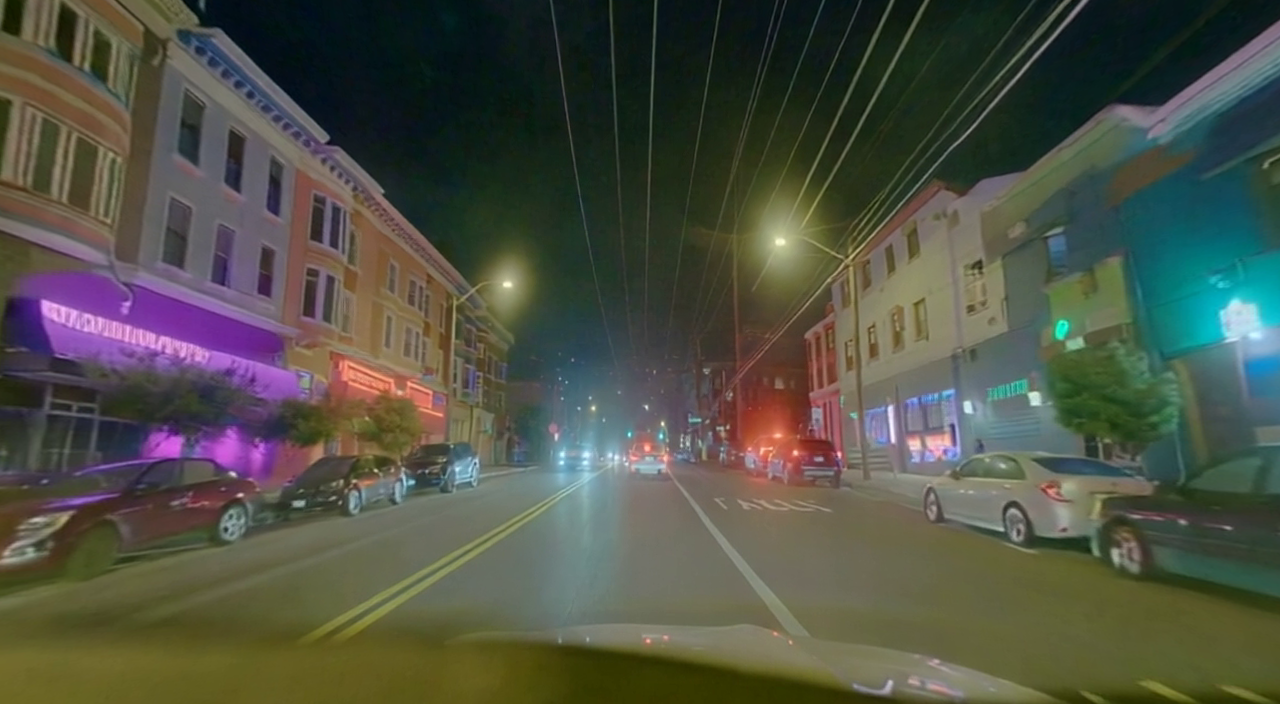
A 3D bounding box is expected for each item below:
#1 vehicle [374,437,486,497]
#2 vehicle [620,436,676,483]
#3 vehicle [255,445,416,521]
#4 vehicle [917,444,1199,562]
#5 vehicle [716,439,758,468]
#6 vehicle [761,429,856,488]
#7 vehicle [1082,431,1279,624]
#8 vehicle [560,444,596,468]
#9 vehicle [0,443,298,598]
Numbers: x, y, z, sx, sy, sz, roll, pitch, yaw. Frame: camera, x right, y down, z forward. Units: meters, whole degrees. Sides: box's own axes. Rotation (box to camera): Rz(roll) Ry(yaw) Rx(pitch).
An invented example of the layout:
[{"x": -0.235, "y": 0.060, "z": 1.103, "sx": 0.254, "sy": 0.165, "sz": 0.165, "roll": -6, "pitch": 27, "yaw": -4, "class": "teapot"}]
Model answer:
[{"x": -7.202, "y": 3.952, "z": 22.388, "sx": 2.095, "sy": 1.847, "sz": 5.290, "roll": 0, "pitch": -8, "yaw": 1, "class": "vehicle"}, {"x": 0.325, "y": 4.067, "z": 24.169, "sx": 1.980, "sy": 1.635, "sz": 3.795, "roll": 0, "pitch": -9, "yaw": 1, "class": "vehicle"}, {"x": -7.236, "y": 3.103, "z": 15.581, "sx": 1.928, "sy": 1.552, "sz": 4.234, "roll": 0, "pitch": -8, "yaw": -1, "class": "vehicle"}, {"x": 6.559, "y": 2.347, "z": 10.617, "sx": 1.842, "sy": 1.561, "sz": 4.084, "roll": 0, "pitch": -9, "yaw": -1, "class": "vehicle"}, {"x": 6.848, "y": 7.224, "z": 45.233, "sx": 2.197, "sy": 1.917, "sz": 5.637, "roll": 0, "pitch": -9, "yaw": 1, "class": "vehicle"}, {"x": 6.495, "y": 4.204, "z": 25.222, "sx": 2.203, "sy": 2.052, "sz": 5.975, "roll": 0, "pitch": -9, "yaw": 0, "class": "vehicle"}, {"x": 6.462, "y": 1.495, "z": 5.386, "sx": 2.018, "sy": 1.630, "sz": 4.594, "roll": 0, "pitch": -9, "yaw": 0, "class": "vehicle"}, {"x": -4.122, "y": 6.958, "z": 42.579, "sx": 1.944, "sy": 1.515, "sz": 4.428, "roll": 0, "pitch": -9, "yaw": 1, "class": "vehicle"}, {"x": -7.289, "y": 2.165, "z": 9.227, "sx": 1.884, "sy": 1.582, "sz": 4.837, "roll": 0, "pitch": -8, "yaw": 0, "class": "vehicle"}]
